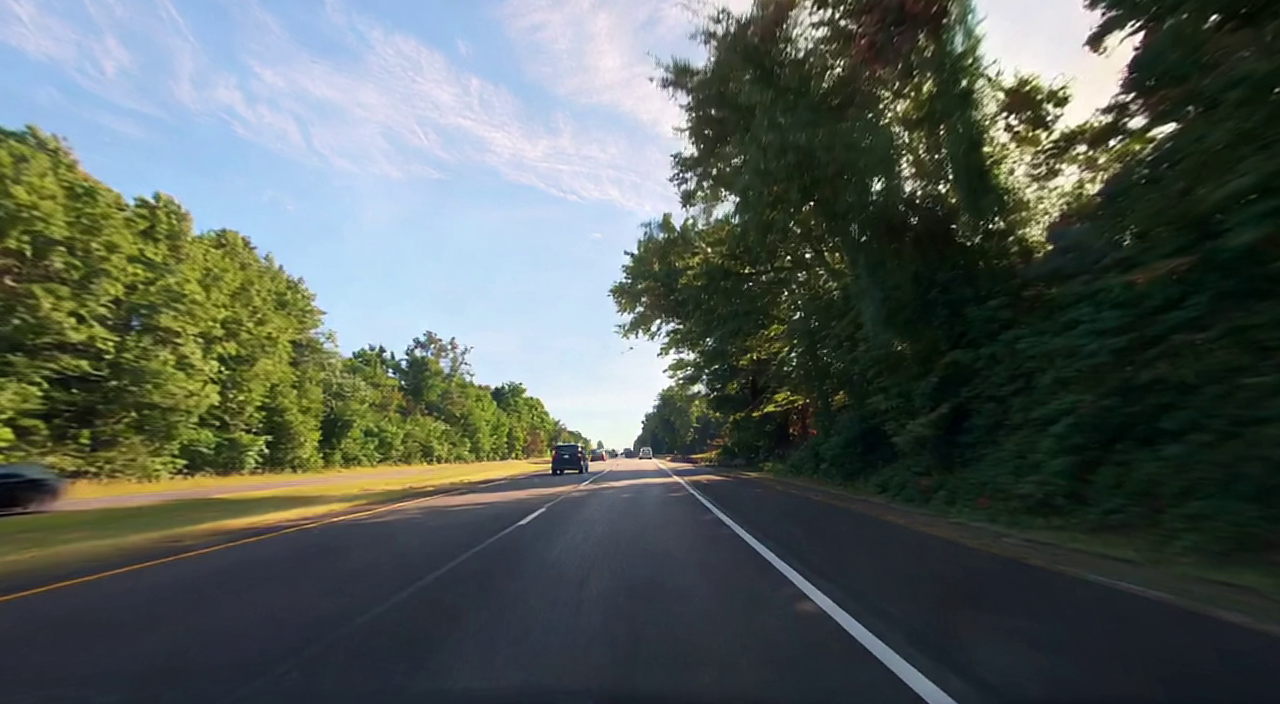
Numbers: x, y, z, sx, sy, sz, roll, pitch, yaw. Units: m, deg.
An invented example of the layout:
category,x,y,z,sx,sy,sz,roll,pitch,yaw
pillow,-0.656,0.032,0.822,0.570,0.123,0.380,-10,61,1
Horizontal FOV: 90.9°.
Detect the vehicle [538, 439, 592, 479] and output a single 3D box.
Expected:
category,x,y,z,sx,sy,sz,roll,pitch,yaw
vehicle,-3.593,5.206,30.957,2.056,1.811,4.202,0,-9,1
